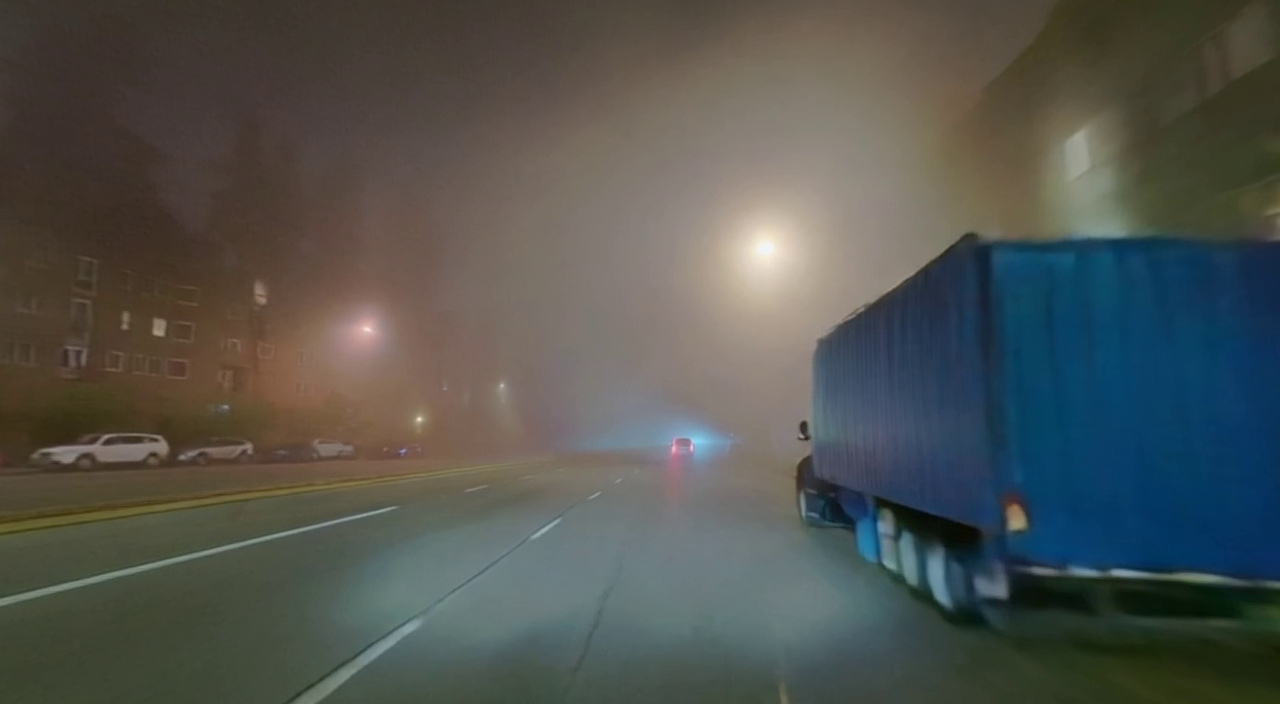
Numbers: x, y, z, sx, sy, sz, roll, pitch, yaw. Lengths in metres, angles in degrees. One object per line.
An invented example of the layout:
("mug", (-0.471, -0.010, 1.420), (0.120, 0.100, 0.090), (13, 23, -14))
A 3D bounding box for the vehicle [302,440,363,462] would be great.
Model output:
("vehicle", (-22.484, 7.238, 46.231), (1.772, 1.447, 4.582), (-1, -8, 6))

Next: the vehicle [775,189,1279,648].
("vehicle", (4.111, 1.012, 8.747), (2.945, 3.277, 8.473), (0, -8, 3))

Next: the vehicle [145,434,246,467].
("vehicle", (-23.682, 5.266, 33.835), (2.008, 1.668, 4.379), (-1, -8, 4))

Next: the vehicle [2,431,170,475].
("vehicle", (-24.235, 4.440, 27.980), (2.242, 1.693, 5.560), (-2, -9, 4))

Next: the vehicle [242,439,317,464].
("vehicle", (-22.936, 6.345, 40.299), (1.900, 1.489, 4.361), (-1, -8, 5))

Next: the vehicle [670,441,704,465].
("vehicle", (2.839, 6.028, 37.853), (1.871, 1.370, 4.206), (-1, -8, 5))
